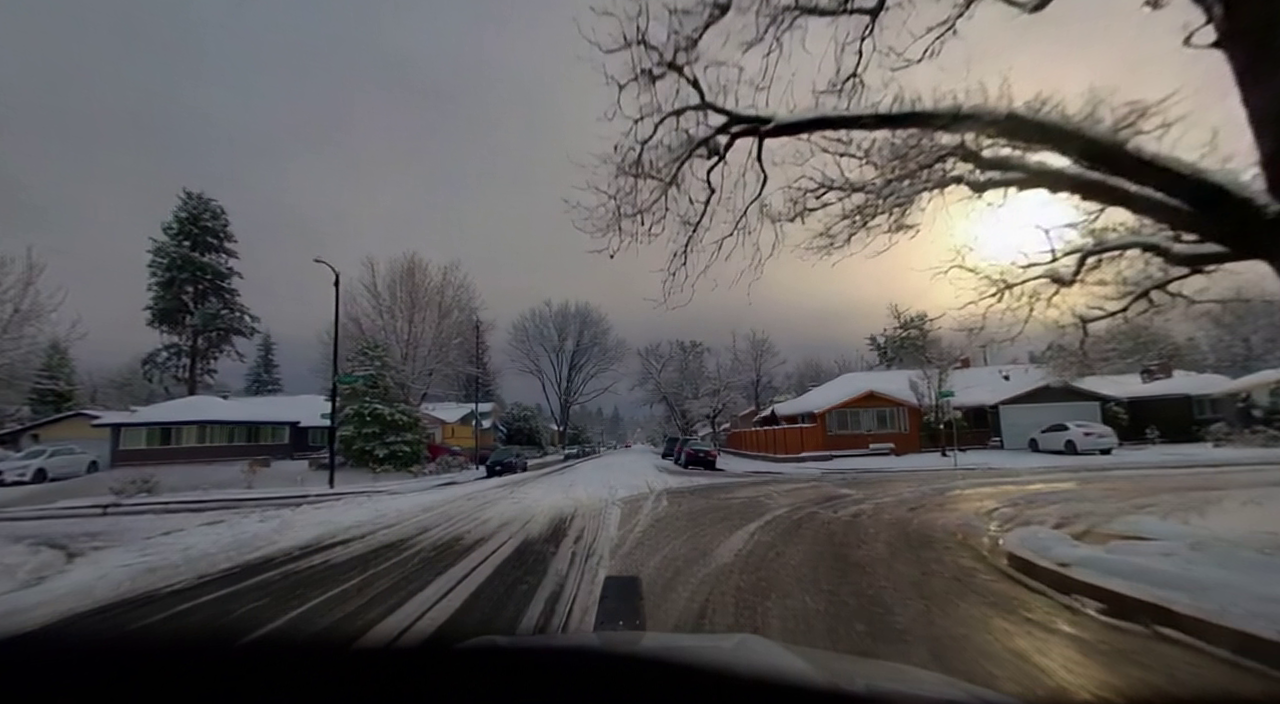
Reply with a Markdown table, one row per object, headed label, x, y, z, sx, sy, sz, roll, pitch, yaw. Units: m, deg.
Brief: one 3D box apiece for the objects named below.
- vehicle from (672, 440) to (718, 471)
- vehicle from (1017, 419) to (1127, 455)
| label | x | y | z | sx | sy | sz | roll | pitch | yaw |
| --- | --- | --- | --- | --- | --- | --- | --- | --- | --- |
| vehicle | 2.892 | 5.504 | 33.811 | 1.881 | 1.487 | 4.183 | 0 | -8 | -3 |
| vehicle | 19.441 | 3.892 | 28.716 | 1.839 | 1.466 | 4.486 | 1 | -8 | 1 |
